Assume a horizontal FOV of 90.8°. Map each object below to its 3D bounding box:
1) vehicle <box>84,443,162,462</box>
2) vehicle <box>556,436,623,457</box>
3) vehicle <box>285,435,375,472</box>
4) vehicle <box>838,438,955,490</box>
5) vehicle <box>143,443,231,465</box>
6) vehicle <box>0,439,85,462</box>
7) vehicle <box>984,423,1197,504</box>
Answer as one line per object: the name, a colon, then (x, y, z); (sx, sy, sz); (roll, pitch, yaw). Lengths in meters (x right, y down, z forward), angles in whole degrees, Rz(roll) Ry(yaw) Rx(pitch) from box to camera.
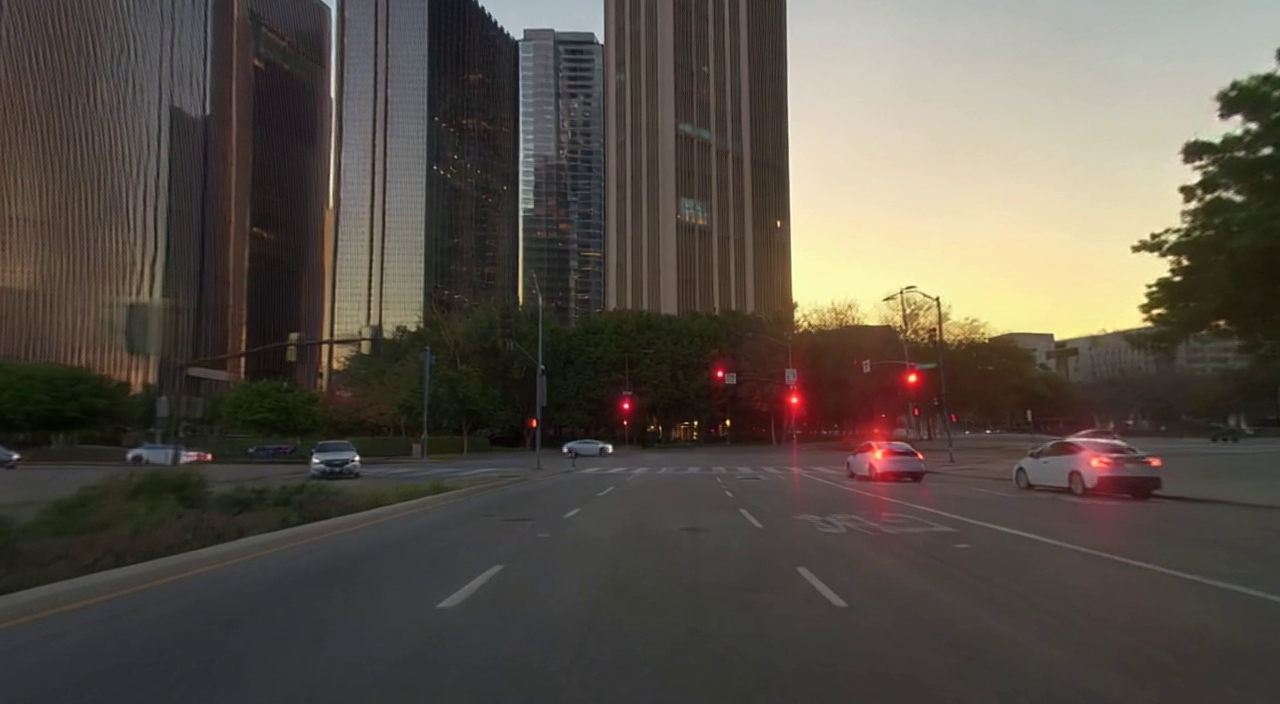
vehicle: (-39.990, 7.777, 48.918); (4.379, 1.444, 1.781); (0, -9, -1)
vehicle: (-3.690, 6.952, 46.412); (4.762, 1.420, 1.814); (0, -9, 1)
vehicle: (-17.173, 5.587, 34.964); (4.779, 1.910, 2.125); (-5, -10, 30)
vehicle: (8.175, 3.605, 20.715); (1.936, 1.489, 4.885); (-1, -9, 2)
vehicle: (-30.634, 6.898, 42.793); (4.503, 1.475, 1.789); (0, -9, 0)
vehicle: (-46.094, 7.588, 48.686); (4.651, 1.737, 2.062); (0, -8, 1)
vehicle: (11.529, 2.883, 16.757); (2.027, 1.810, 4.854); (0, -9, 0)
